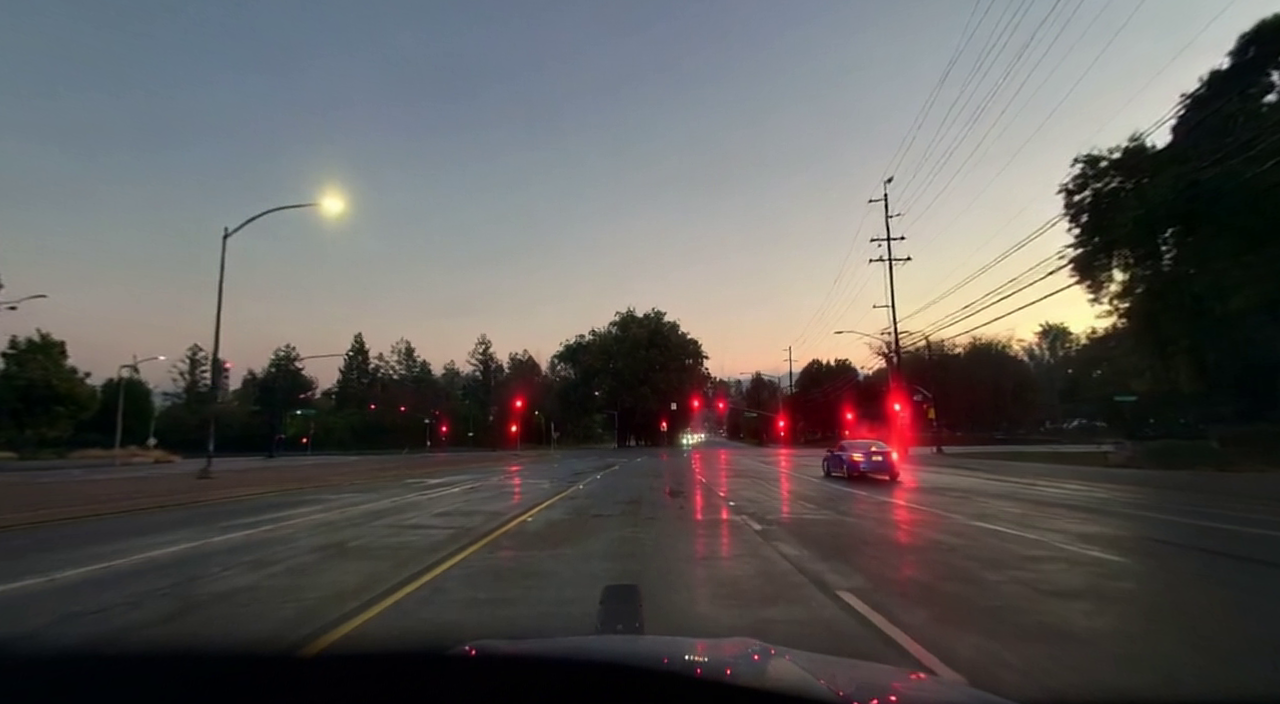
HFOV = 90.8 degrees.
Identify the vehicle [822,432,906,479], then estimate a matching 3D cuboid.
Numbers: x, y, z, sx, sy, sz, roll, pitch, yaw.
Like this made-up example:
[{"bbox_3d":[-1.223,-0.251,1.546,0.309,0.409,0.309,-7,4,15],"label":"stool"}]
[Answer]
[{"bbox_3d":[7.988,3.728,22.918,1.797,1.544,3.685,0,-8,2],"label":"vehicle"}]
